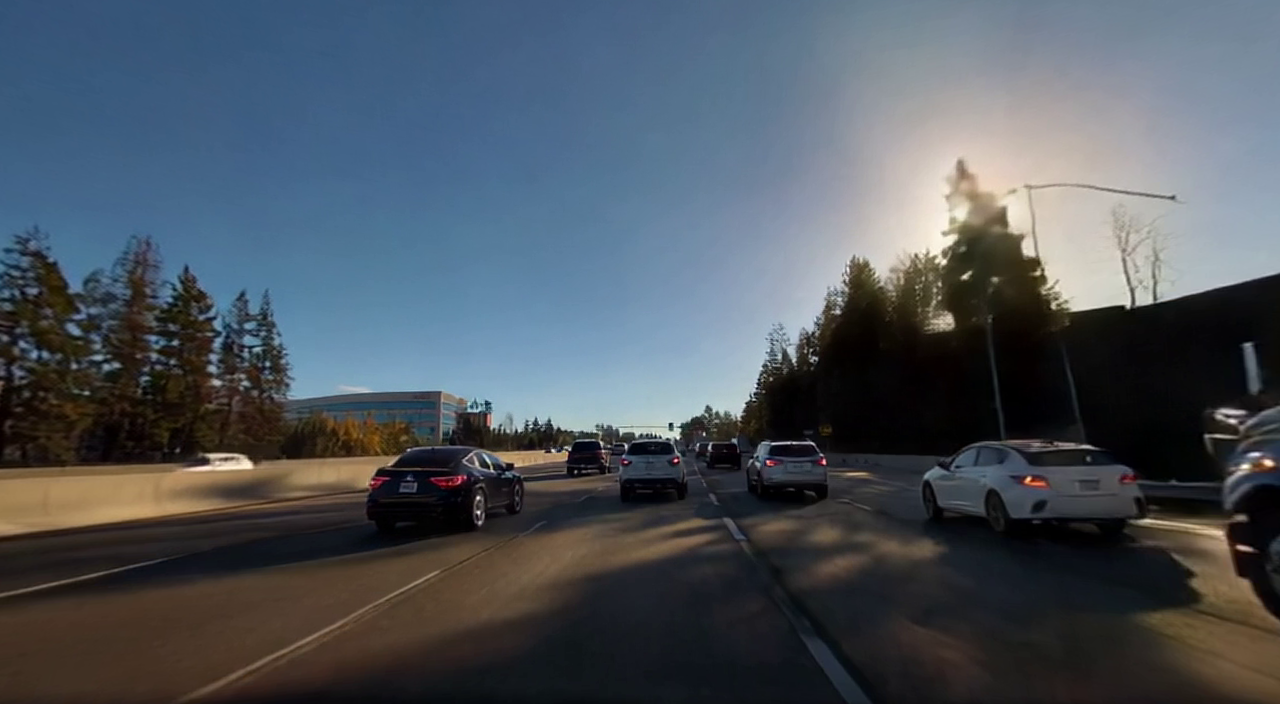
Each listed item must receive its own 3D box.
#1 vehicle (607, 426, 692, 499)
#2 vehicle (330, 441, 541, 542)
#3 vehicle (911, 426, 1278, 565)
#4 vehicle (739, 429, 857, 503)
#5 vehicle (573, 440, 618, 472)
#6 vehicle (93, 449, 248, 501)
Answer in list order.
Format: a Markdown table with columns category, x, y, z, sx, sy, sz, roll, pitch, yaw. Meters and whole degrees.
| category | x | y | z | sx | sy | sz | roll | pitch | yaw |
| --- | --- | --- | --- | --- | --- | --- | --- | --- | --- |
| vehicle | 0.362 | 3.151 | 18.364 | 2.153 | 1.805 | 4.631 | -1 | -8 | 3 |
| vehicle | -3.393 | 2.404 | 11.749 | 1.965 | 1.443 | 4.968 | -1 | -8 | 4 |
| vehicle | 5.835 | 1.871 | 9.022 | 2.053 | 1.473 | 4.383 | -1 | -8 | 2 |
| vehicle | 4.036 | 2.987 | 17.004 | 2.156 | 1.701 | 4.494 | -1 | -8 | 2 |
| vehicle | -2.453 | 5.824 | 35.578 | 1.951 | 1.694 | 4.188 | -1 | -8 | 4 |
| vehicle | -16.969 | 4.431 | 23.192 | 1.912 | 1.640 | 4.675 | -1 | -8 | 3 |
